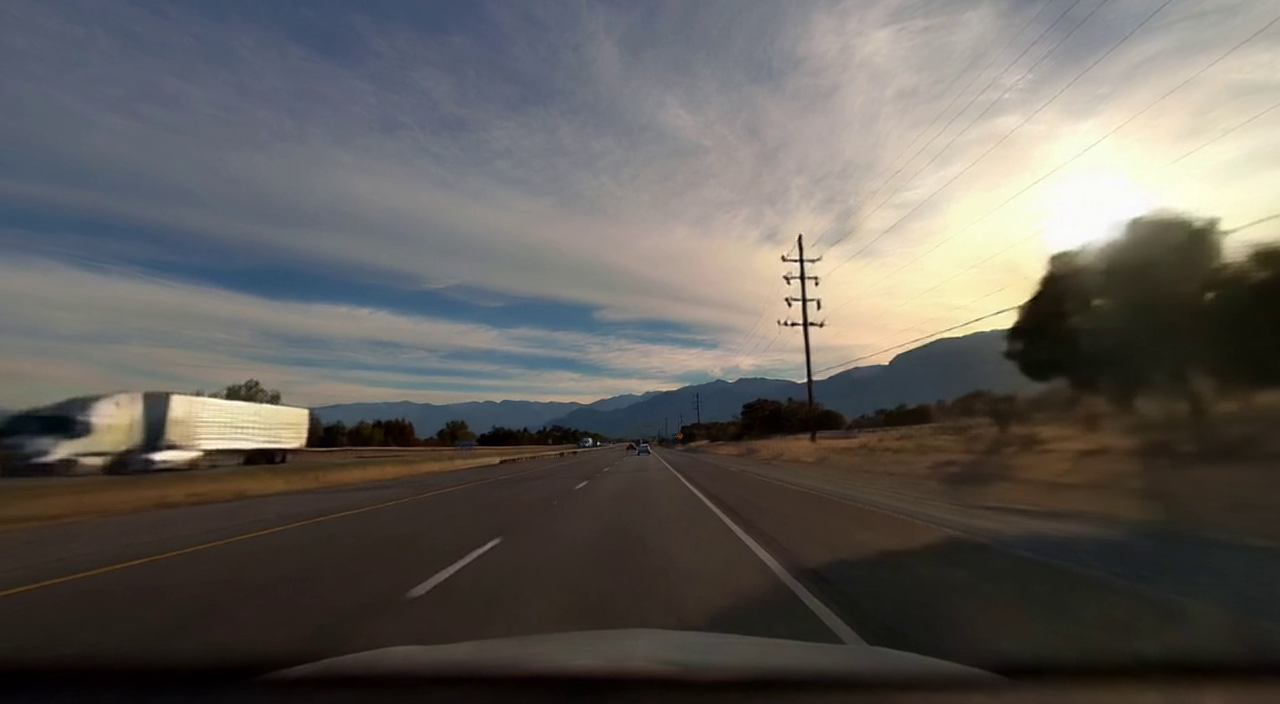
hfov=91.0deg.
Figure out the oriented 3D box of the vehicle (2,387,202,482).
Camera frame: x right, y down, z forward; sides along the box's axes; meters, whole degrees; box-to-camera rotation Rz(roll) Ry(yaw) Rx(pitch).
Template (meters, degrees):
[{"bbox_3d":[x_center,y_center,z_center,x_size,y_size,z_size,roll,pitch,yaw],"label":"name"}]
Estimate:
[{"bbox_3d":[-25.157,3.972,30.131,3.029,3.979,7.032,0,-8,1],"label":"vehicle"}]
